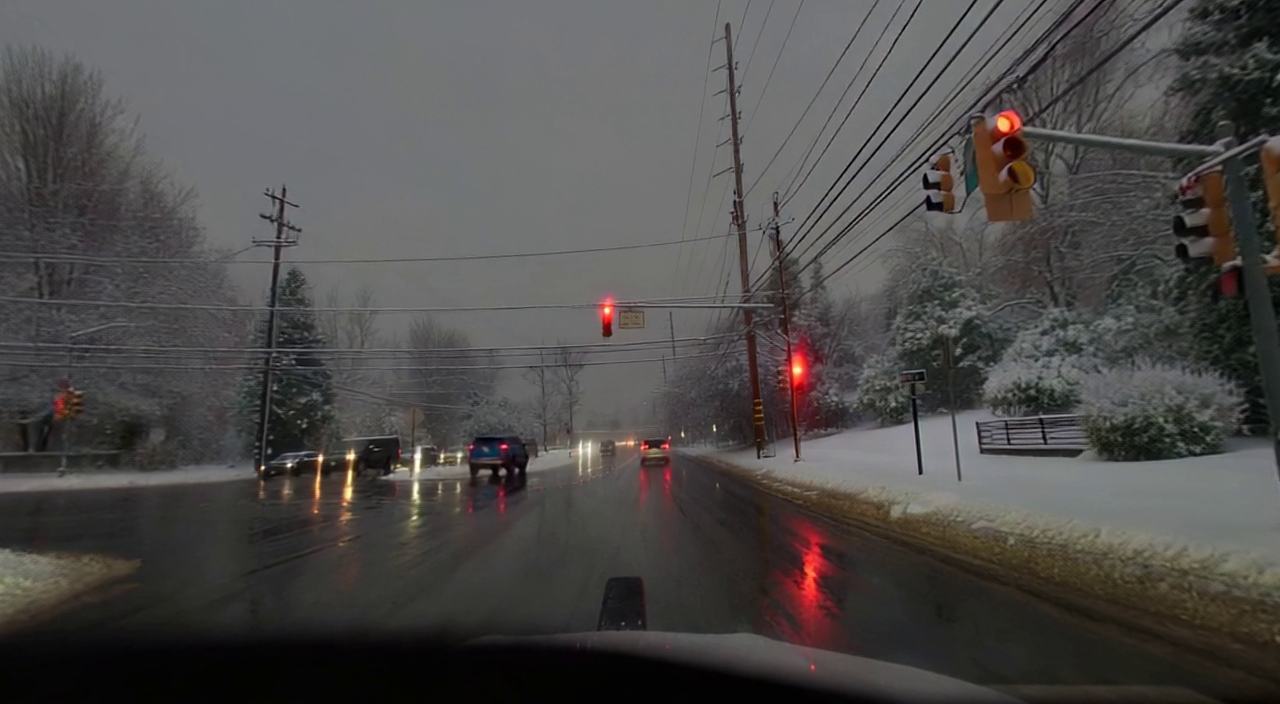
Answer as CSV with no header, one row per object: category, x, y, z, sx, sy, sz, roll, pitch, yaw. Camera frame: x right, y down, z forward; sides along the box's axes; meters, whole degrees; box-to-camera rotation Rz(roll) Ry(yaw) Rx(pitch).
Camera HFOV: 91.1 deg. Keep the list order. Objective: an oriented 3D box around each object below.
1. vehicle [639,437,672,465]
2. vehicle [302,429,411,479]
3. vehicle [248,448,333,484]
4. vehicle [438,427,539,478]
vehicle,0.934,6.496,41.362,2.010,1.681,4.682,0,-8,0
vehicle,-13.120,4.768,29.629,2.350,2.104,5.828,0,-8,1
vehicle,-17.094,5.590,30.965,1.942,1.477,3.957,-4,-9,0
vehicle,-6.319,4.290,26.883,2.175,1.957,4.686,-3,-9,15
